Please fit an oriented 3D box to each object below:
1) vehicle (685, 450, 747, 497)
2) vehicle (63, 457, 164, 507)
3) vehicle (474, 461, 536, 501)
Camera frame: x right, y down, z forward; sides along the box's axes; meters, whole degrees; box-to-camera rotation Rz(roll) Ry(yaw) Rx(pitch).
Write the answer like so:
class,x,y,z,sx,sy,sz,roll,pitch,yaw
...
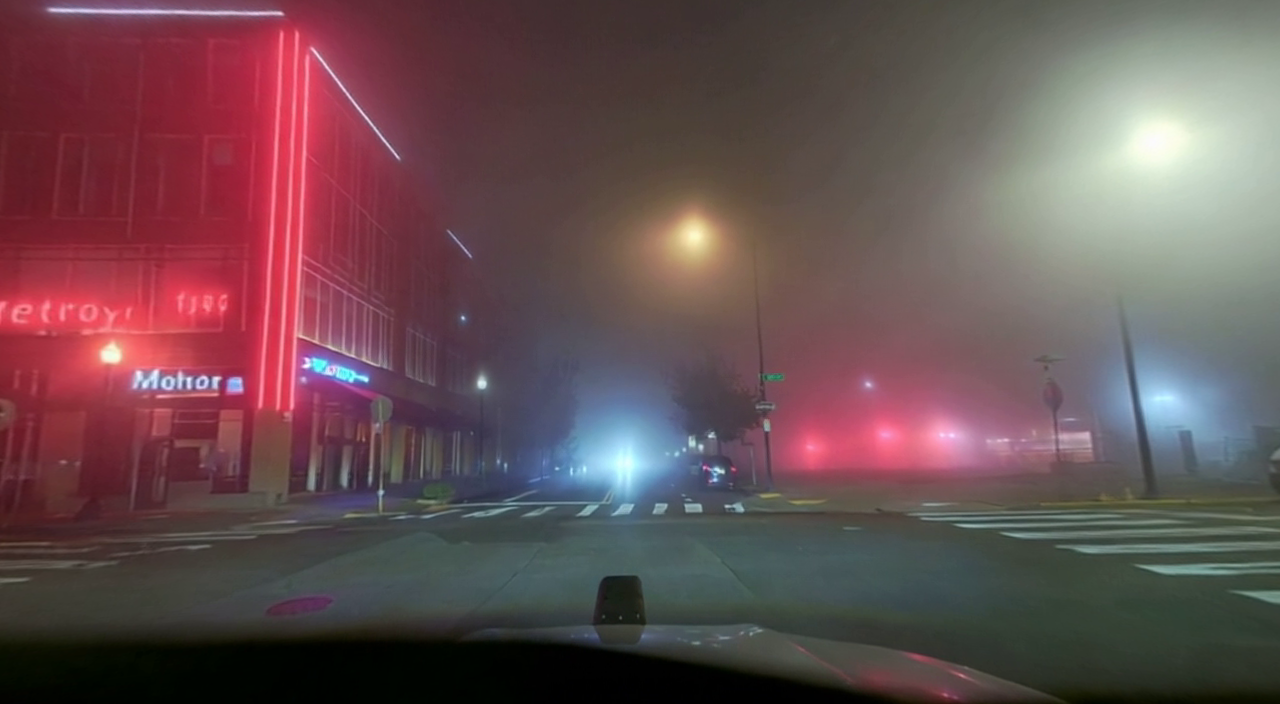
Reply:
class,x,y,z,sx,sy,sz,roll,pitch,yaw
vehicle,2.961,4.844,25.584,1.917,1.680,4.500,0,-9,0
vehicle,-27.364,6.704,33.025,1.665,1.432,4.120,10,0,-1
vehicle,-5.609,5.405,26.790,1.864,1.447,3.887,0,-9,-2
